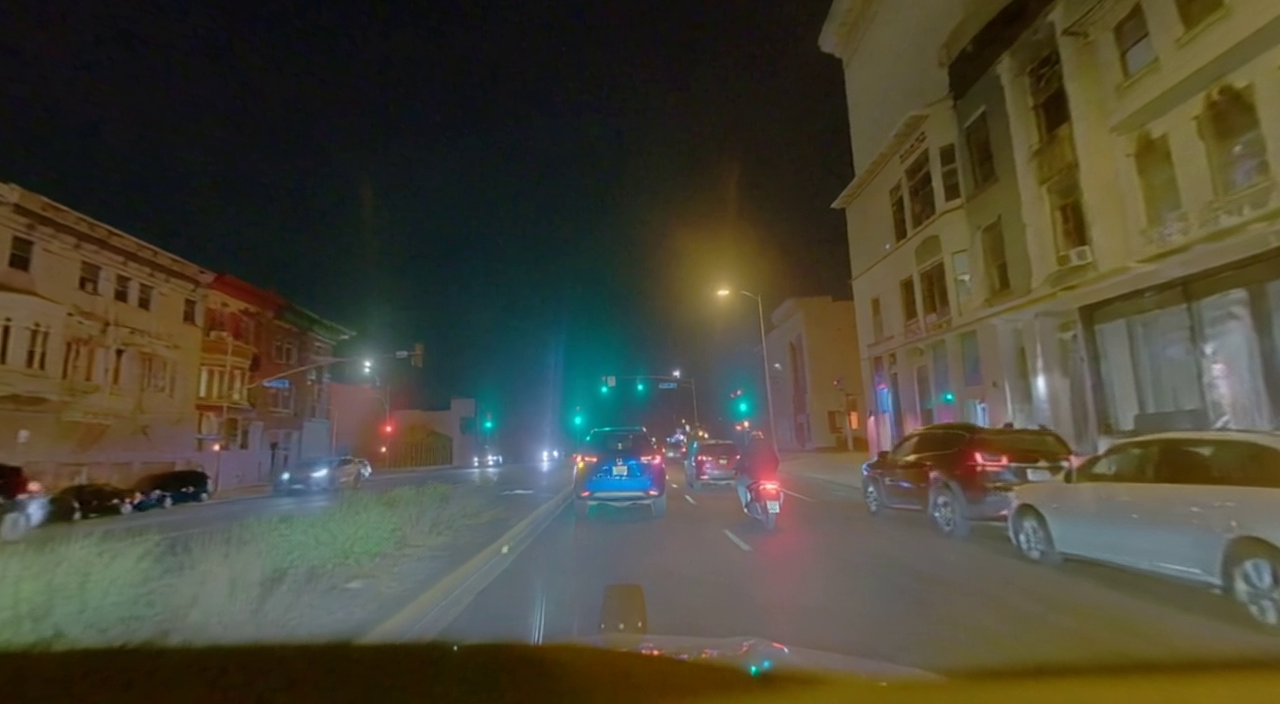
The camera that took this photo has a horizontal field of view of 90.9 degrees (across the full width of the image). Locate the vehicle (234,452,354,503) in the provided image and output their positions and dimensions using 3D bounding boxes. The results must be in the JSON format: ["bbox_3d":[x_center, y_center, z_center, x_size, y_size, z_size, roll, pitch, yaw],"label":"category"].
[{"bbox_3d":[-14.296,5.158,26.525,2.142,1.826,5.471,0,-9,-3],"label":"vehicle"}]

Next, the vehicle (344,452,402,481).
[{"bbox_3d":[-19.411,8.331,46.051,2.134,1.915,5.317,1,-9,-3],"label":"vehicle"}]

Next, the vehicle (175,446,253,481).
[{"bbox_3d":[-33.308,8.754,49.386,4.576,2.249,2.096,-5,-10,-2],"label":"vehicle"}]

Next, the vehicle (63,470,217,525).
[{"bbox_3d":[-17.848,5.168,22.868,2.038,1.607,4.348,0,-9,-1],"label":"vehicle"}]

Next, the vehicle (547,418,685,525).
[{"bbox_3d":[-0.420,2.289,12.577,2.265,1.748,4.130,0,-9,-1],"label":"vehicle"}]

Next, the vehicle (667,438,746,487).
[{"bbox_3d":[2.145,3.754,21.730,2.101,1.507,4.355,0,-9,-2],"label":"vehicle"}]

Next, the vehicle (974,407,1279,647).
[{"bbox_3d":[5.118,1.320,5.335,2.012,1.532,4.565,0,-9,-1],"label":"vehicle"}]
